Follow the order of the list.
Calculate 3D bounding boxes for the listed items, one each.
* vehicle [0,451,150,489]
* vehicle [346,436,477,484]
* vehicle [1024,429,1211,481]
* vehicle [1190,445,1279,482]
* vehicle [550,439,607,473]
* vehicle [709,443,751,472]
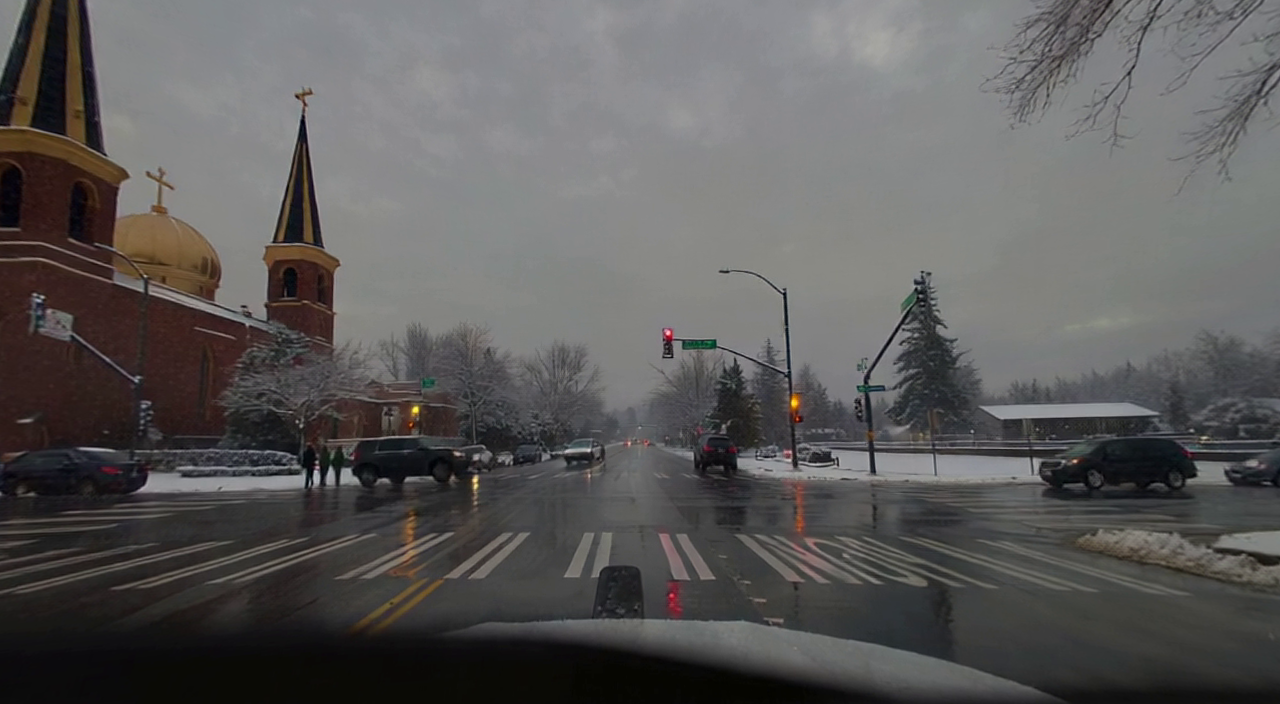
[{"bbox_3d":[-23.374,4.858,26.218,4.479,1.476,1.873,0,-8,2],"label":"vehicle"},{"bbox_3d":[-8.831,4.175,24.717,4.567,1.724,2.051,3,-9,-18],"label":"vehicle"},{"bbox_3d":[19.877,4.320,26.566,5.852,2.057,2.361,0,-8,1],"label":"vehicle"},{"bbox_3d":[26.383,4.684,26.669,4.561,1.475,1.850,0,-8,0],"label":"vehicle"},{"bbox_3d":[-3.293,5.747,35.126,2.223,1.692,4.688,-1,-9,6],"label":"vehicle"},{"bbox_3d":[5.823,6.860,41.488,1.969,1.776,4.329,0,-8,-2],"label":"vehicle"}]
